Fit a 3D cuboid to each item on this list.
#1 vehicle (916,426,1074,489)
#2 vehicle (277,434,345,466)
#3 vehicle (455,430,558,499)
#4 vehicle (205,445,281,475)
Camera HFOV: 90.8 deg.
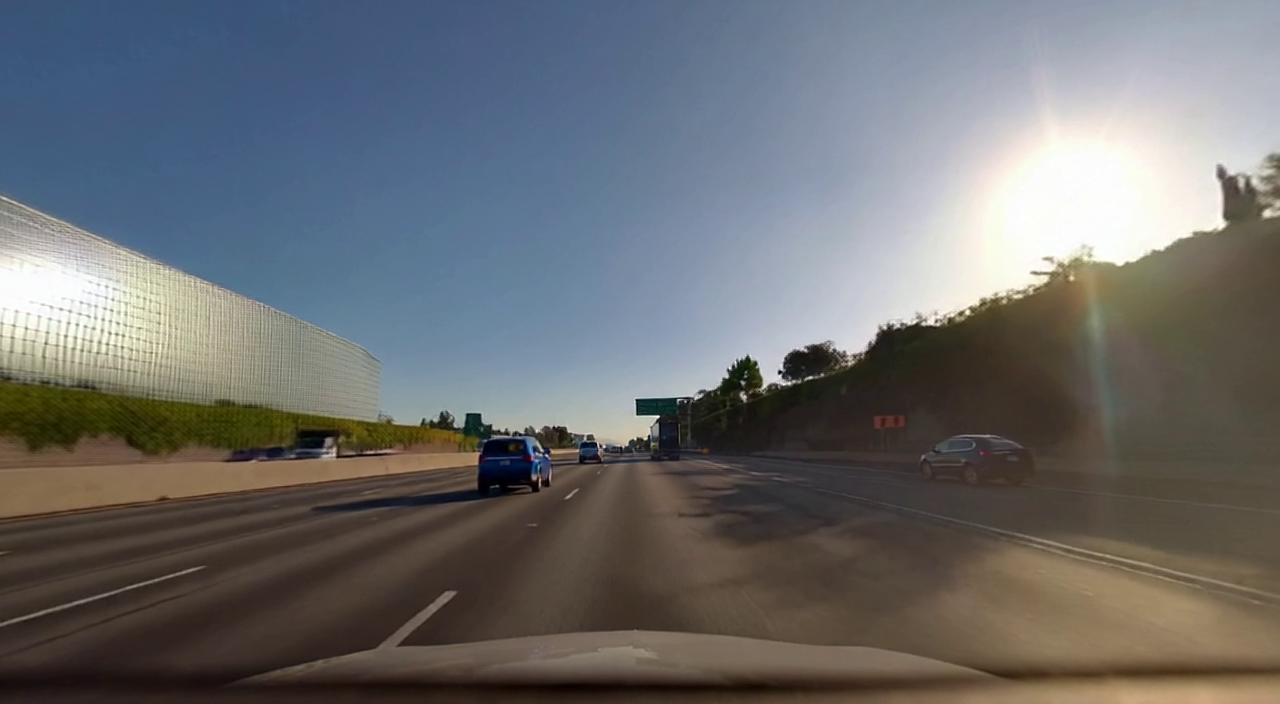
[{"bbox_3d":[11.278,3.410,20.655,2.089,1.787,5.080,0,-9,-1],"label":"vehicle"},{"bbox_3d":[-24.020,7.170,46.398,2.223,2.194,5.208,0,-9,-1],"label":"vehicle"},{"bbox_3d":[-3.622,3.142,17.976,2.039,1.710,4.237,0,-9,-1],"label":"vehicle"},{"bbox_3d":[-20.461,5.576,32.712,1.654,1.416,3.481,-1,-9,0],"label":"vehicle"}]
